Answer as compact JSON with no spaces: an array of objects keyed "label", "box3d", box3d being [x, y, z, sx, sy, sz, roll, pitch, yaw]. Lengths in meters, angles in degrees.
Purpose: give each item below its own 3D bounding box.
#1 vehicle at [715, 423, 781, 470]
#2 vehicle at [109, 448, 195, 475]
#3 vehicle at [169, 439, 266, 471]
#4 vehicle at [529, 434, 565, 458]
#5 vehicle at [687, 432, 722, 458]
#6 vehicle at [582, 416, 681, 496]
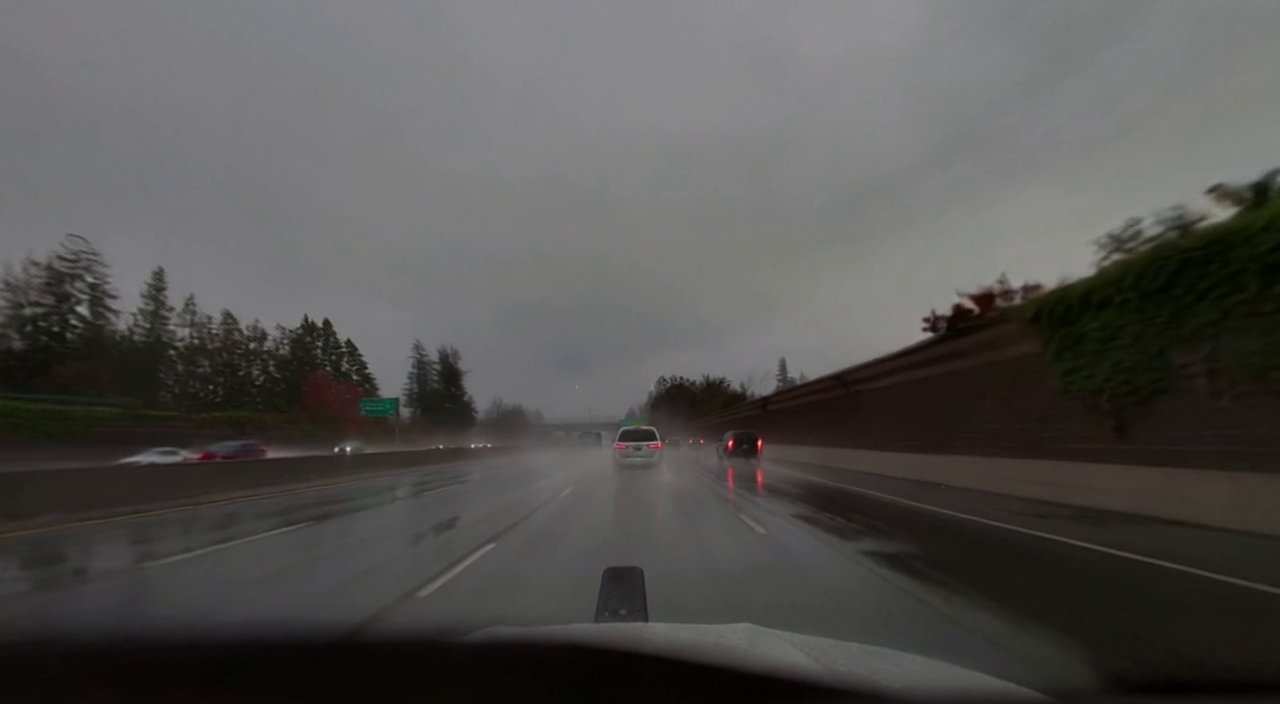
[{"label":"vehicle","box3d":[4.569,4.089,27.259,2.017,1.847,4.299,0,-9,-1]},{"label":"vehicle","box3d":[-28.693,6.415,37.226,1.721,1.416,4.208,0,-8,0]},{"label":"vehicle","box3d":[-21.647,5.294,32.563,1.969,1.521,4.405,0,-9,0]},{"label":"vehicle","box3d":[-6.990,7.117,47.854,2.024,1.706,4.249,0,-9,1]},{"label":"vehicle","box3d":[4.350,6.332,43.045,2.001,1.651,3.916,0,-9,0]},{"label":"vehicle","box3d":[-0.198,2.683,16.543,2.233,1.804,4.273,0,-9,0]}]
